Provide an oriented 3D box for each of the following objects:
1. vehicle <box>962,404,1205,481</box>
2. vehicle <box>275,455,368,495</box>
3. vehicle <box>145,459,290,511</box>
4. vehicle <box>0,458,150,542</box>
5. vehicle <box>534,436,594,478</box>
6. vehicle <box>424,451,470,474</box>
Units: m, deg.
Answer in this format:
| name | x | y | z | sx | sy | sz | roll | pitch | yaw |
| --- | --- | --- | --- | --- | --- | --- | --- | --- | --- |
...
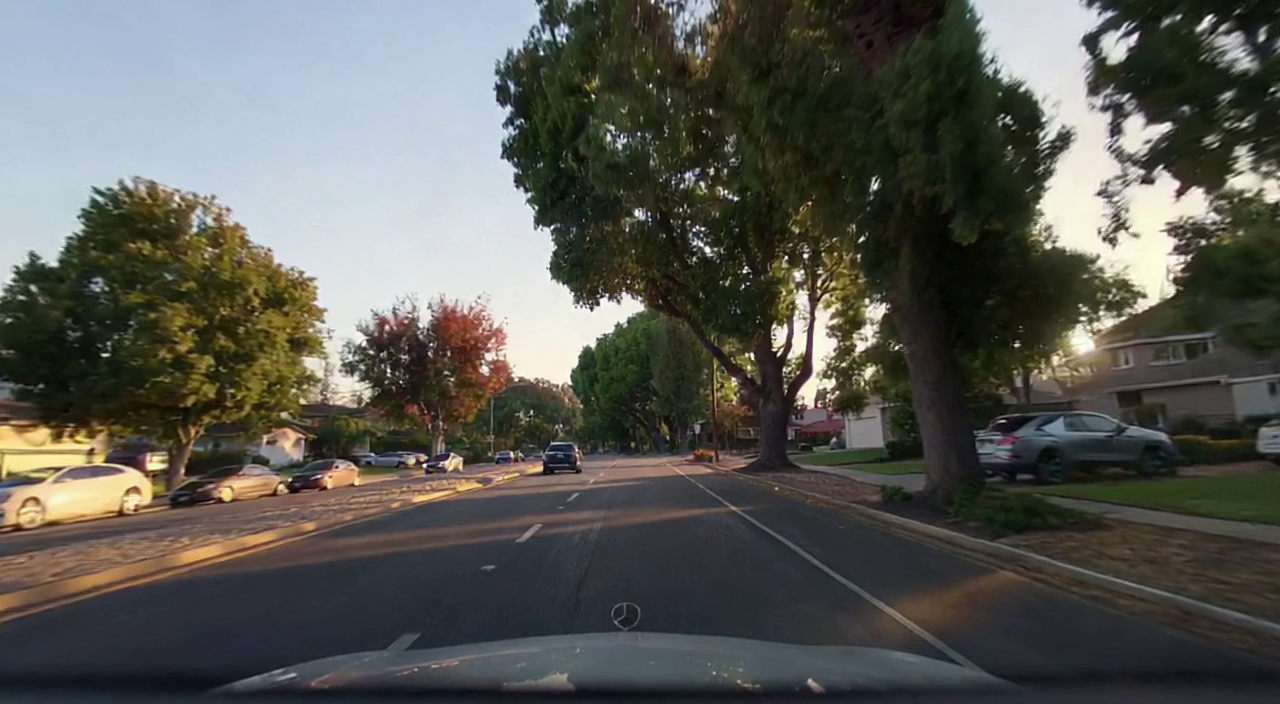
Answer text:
| name | x | y | z | sx | sy | sz | roll | pitch | yaw |
| --- | --- | --- | --- | --- | --- | --- | --- | --- | --- |
| vehicle | 10.954 | 2.270 | 15.894 | 4.471 | 1.780 | 2.190 | 0 | -8 | -3 |
| vehicle | -13.827 | 5.332 | 27.719 | 1.884 | 1.509 | 4.110 | 0 | -8 | 1 |
| vehicle | -14.070 | 4.413 | 21.435 | 1.856 | 1.477 | 4.574 | -3 | -10 | -1 |
| vehicle | -14.010 | 3.300 | 14.234 | 1.997 | 1.663 | 5.013 | -3 | -9 | -1 |
| vehicle | -3.279 | 4.626 | 28.098 | 2.135 | 1.731 | 4.232 | 0 | -8 | 0 |
| vehicle | -13.963 | 8.012 | 45.976 | 1.900 | 1.494 | 4.730 | 0 | -8 | 0 |
